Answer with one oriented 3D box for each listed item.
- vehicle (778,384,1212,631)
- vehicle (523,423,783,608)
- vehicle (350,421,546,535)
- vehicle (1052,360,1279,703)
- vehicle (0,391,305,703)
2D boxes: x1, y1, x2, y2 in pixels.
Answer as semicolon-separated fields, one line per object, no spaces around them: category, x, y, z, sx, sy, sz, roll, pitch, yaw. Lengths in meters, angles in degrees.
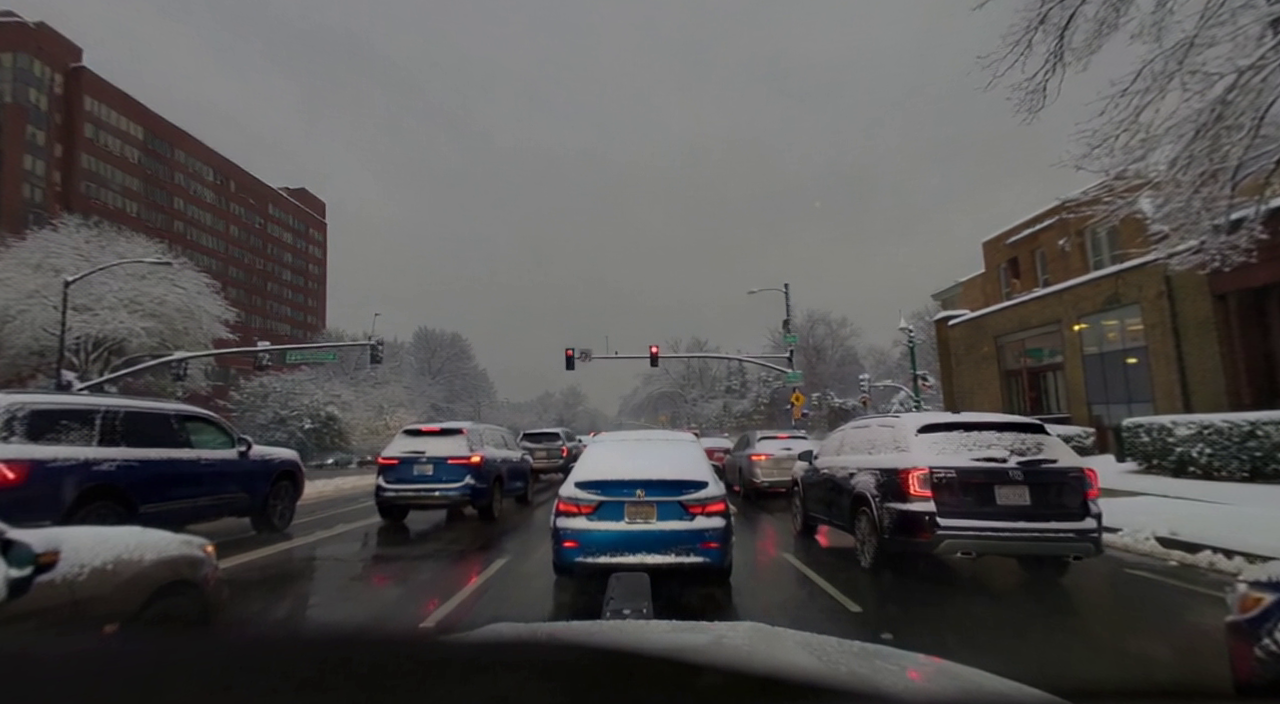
vehicle;3.071;1.451;6.838;2.108;1.785;4.334;0;-9;-1
vehicle;0.094;1.656;7.270;2.147;1.507;3.953;0;-8;0
vehicle;-3.306;2.282;12.028;2.168;1.719;4.561;-1;-8;2
vehicle;2.878;0.595;0.452;2.051;1.548;4.532;0;-8;0
vehicle;-3.359;0.845;1.827;2.144;1.505;4.635;-1;-9;1
